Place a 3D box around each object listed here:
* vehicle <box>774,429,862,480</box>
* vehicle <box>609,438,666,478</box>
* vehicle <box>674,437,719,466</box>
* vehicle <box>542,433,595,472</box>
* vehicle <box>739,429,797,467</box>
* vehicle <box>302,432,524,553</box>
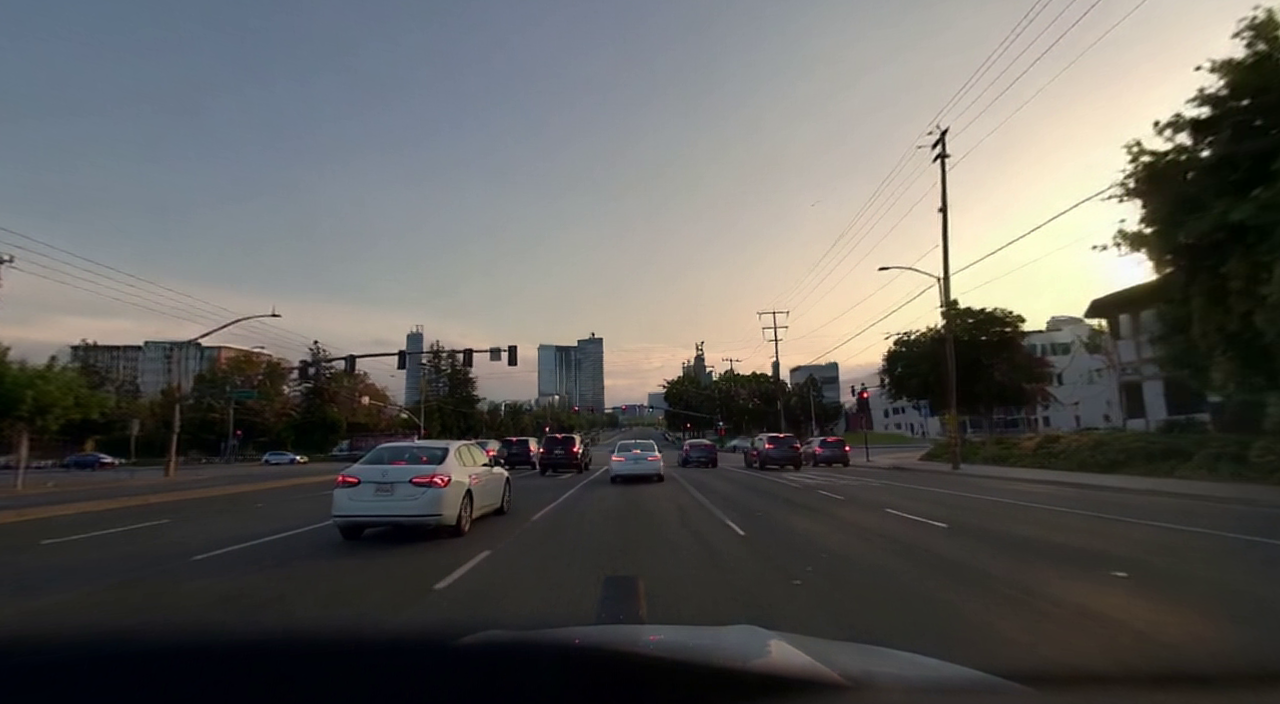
[{"bbox_3d":[6.481,3.805,23.579,1.945,1.706,4.190,0,-8,-2],"label":"vehicle"},{"bbox_3d":[-0.102,4.177,25.135,2.098,1.431,3.958,0,-8,0],"label":"vehicle"},{"bbox_3d":[3.137,5.661,36.090,1.987,1.515,4.521,0,-8,-2],"label":"vehicle"},{"bbox_3d":[-3.388,4.837,30.627,2.033,1.714,4.278,0,-8,1],"label":"vehicle"},{"bbox_3d":[7.270,5.538,36.548,2.156,1.982,5.358,0,-8,-1],"label":"vehicle"},{"bbox_3d":[-3.201,2.056,9.998,1.837,1.463,4.311,0,-8,1],"label":"vehicle"}]
